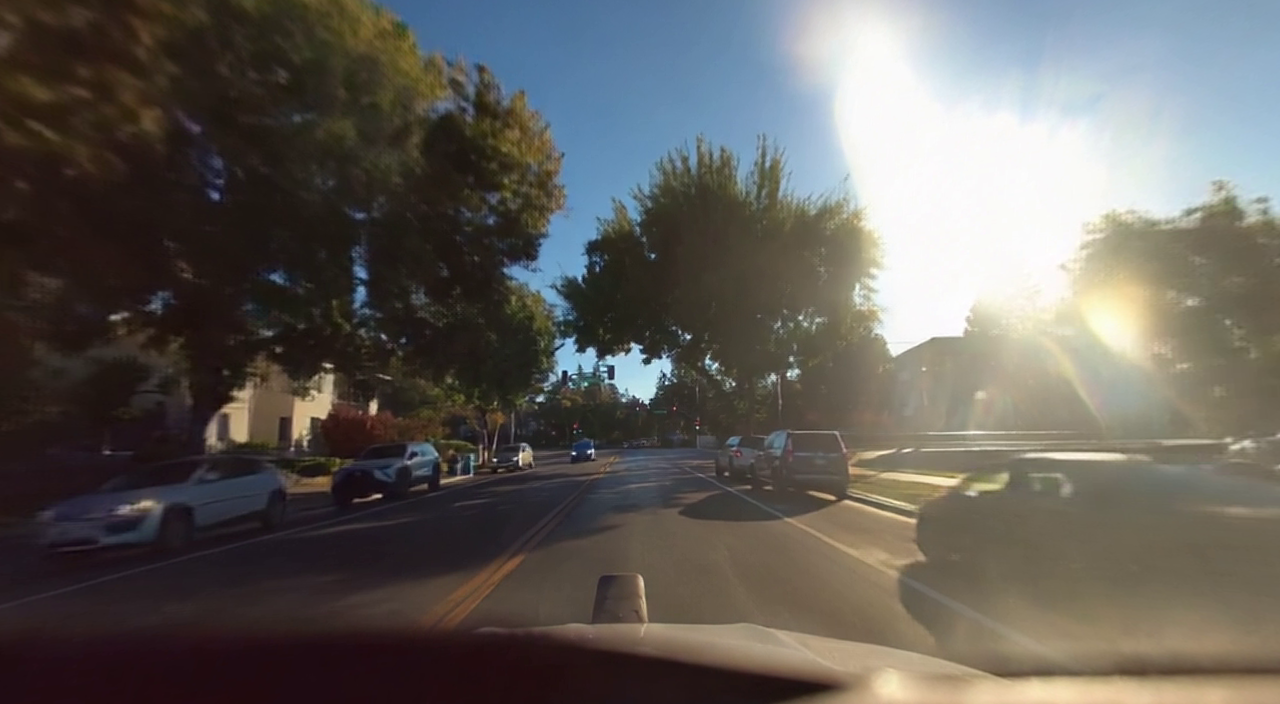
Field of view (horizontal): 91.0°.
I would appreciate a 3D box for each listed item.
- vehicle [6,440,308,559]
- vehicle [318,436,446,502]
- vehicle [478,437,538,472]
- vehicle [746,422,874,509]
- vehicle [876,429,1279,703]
[{"bbox_3d":[-7.458,2.254,10.308,1.976,1.554,3.654,0,-9,0],"label":"vehicle"},{"bbox_3d":[-7.519,3.428,18.937,1.994,1.718,4.518,0,-9,-1],"label":"vehicle"},{"bbox_3d":[-7.324,5.767,35.557,2.150,1.766,5.483,0,-9,0],"label":"vehicle"},{"bbox_3d":[3.919,2.683,15.358,1.908,1.788,4.397,1,-8,0],"label":"vehicle"},{"bbox_3d":[3.938,1.432,5.429,2.036,1.405,4.312,0,-9,-2],"label":"vehicle"}]
